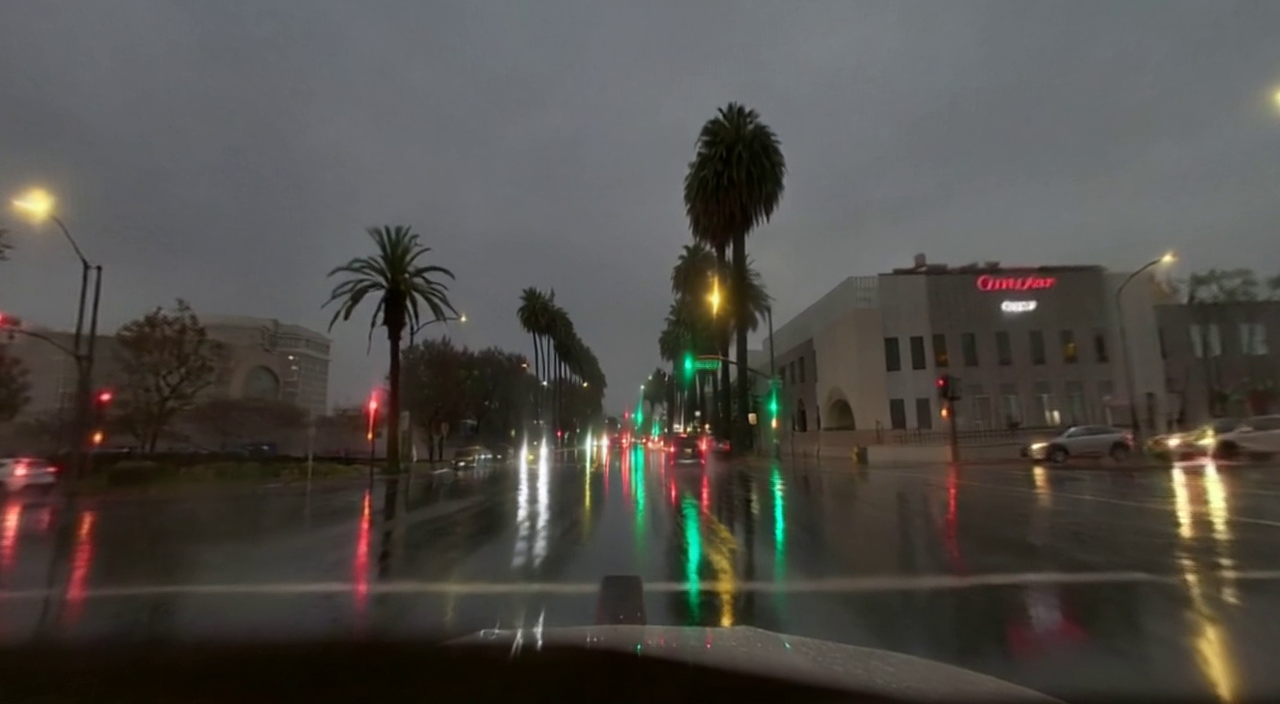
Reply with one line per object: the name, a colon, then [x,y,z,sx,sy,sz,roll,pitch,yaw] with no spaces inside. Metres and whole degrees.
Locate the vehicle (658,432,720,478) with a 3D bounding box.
vehicle: [1.895,4.157,25.828,2.003,1.702,4.288,0,-8,-3]

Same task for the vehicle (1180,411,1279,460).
vehicle: [25.604,3.405,25.755,5.130,1.875,2.118,0,-8,-1]

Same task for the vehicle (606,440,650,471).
vehicle: [-0.649,5.164,31.719,2.088,1.452,3.993,0,-8,-2]

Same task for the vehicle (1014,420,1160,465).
vehicle: [17.688,3.612,25.182,4.277,1.665,2.006,0,-8,-1]
